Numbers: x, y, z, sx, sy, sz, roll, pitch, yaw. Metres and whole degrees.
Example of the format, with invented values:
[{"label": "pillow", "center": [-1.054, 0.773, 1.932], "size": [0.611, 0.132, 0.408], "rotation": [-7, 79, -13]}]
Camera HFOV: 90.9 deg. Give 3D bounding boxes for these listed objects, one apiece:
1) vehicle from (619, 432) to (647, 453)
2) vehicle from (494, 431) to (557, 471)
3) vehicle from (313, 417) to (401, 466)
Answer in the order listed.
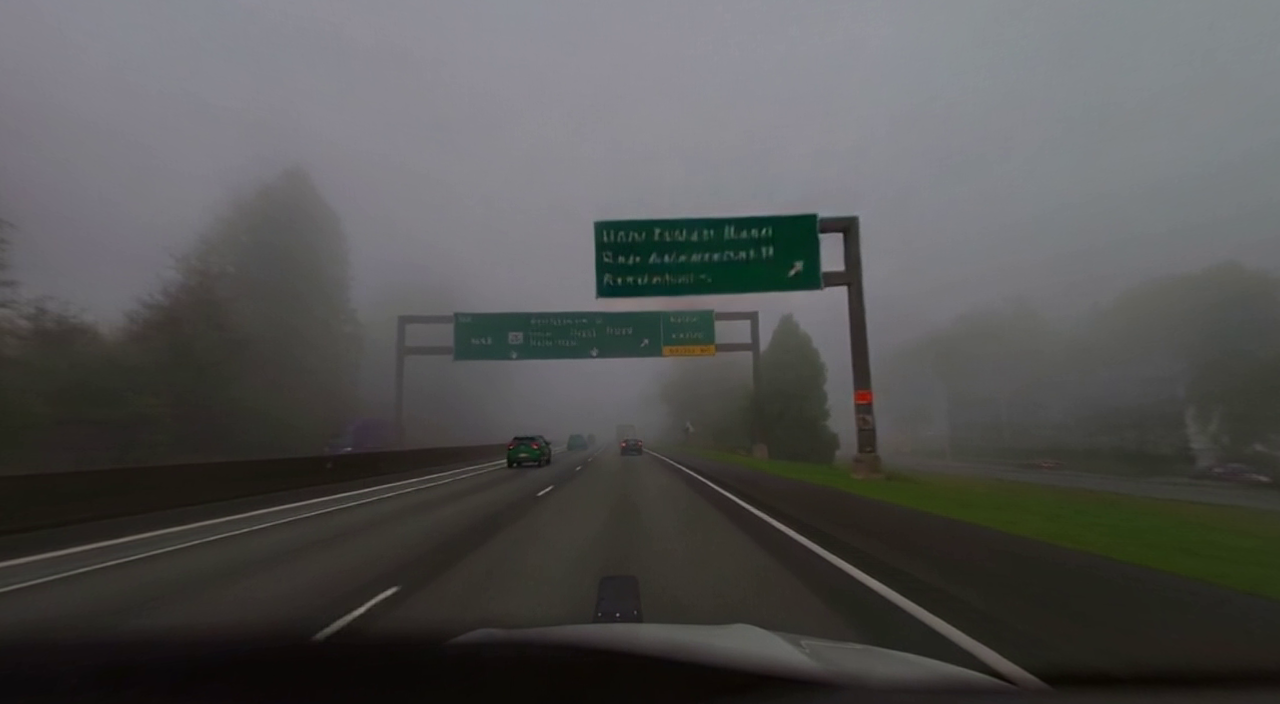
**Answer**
[{"label": "vehicle", "center": [-0.549, 7.030, 48.879], "size": [2.139, 1.561, 4.060], "rotation": [0, -8, -1]}, {"label": "vehicle", "center": [-4.607, 4.028, 25.963], "size": [1.959, 1.514, 3.668], "rotation": [0, -8, -1]}, {"label": "vehicle", "center": [-17.915, 5.726, 40.378], "size": [2.615, 2.860, 6.648], "rotation": [0, -8, -1]}]
